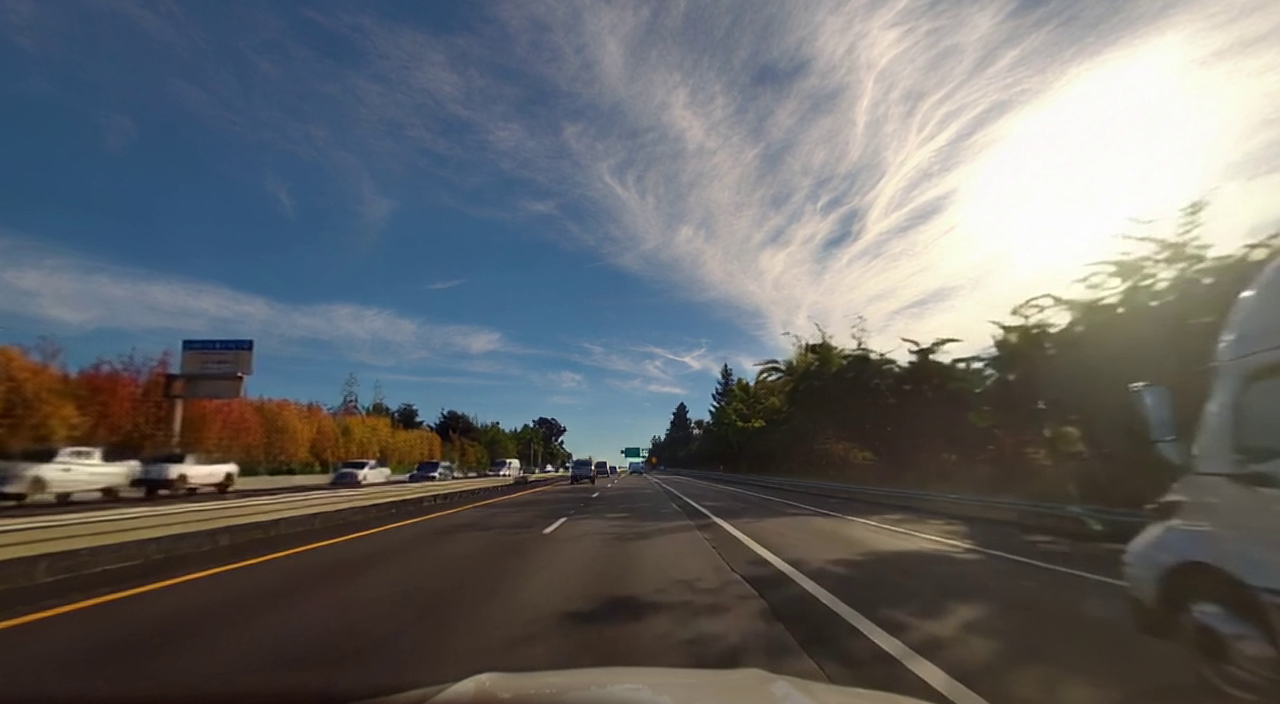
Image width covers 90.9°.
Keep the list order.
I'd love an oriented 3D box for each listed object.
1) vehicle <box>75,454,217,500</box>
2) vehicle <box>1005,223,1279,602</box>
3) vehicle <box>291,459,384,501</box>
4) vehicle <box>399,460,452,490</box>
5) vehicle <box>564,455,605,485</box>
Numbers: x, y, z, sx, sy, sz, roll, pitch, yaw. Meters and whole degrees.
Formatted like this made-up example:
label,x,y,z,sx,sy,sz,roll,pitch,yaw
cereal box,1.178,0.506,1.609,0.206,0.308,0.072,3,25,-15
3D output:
label,x,y,z,sx,sy,sz,roll,pitch,yaw
vehicle,-19.632,4.995,25.389,1.913,1.608,4.751,1,-10,-1
vehicle,7.645,0.536,5.721,3.093,3.546,9.162,1,-11,0
vehicle,-12.289,5.209,25.873,1.879,1.544,3.833,1,-10,0
vehicle,-12.044,6.939,35.621,1.721,1.570,3.589,1,-10,0
vehicle,-3.669,7.961,42.502,2.272,1.873,4.832,1,-10,0
